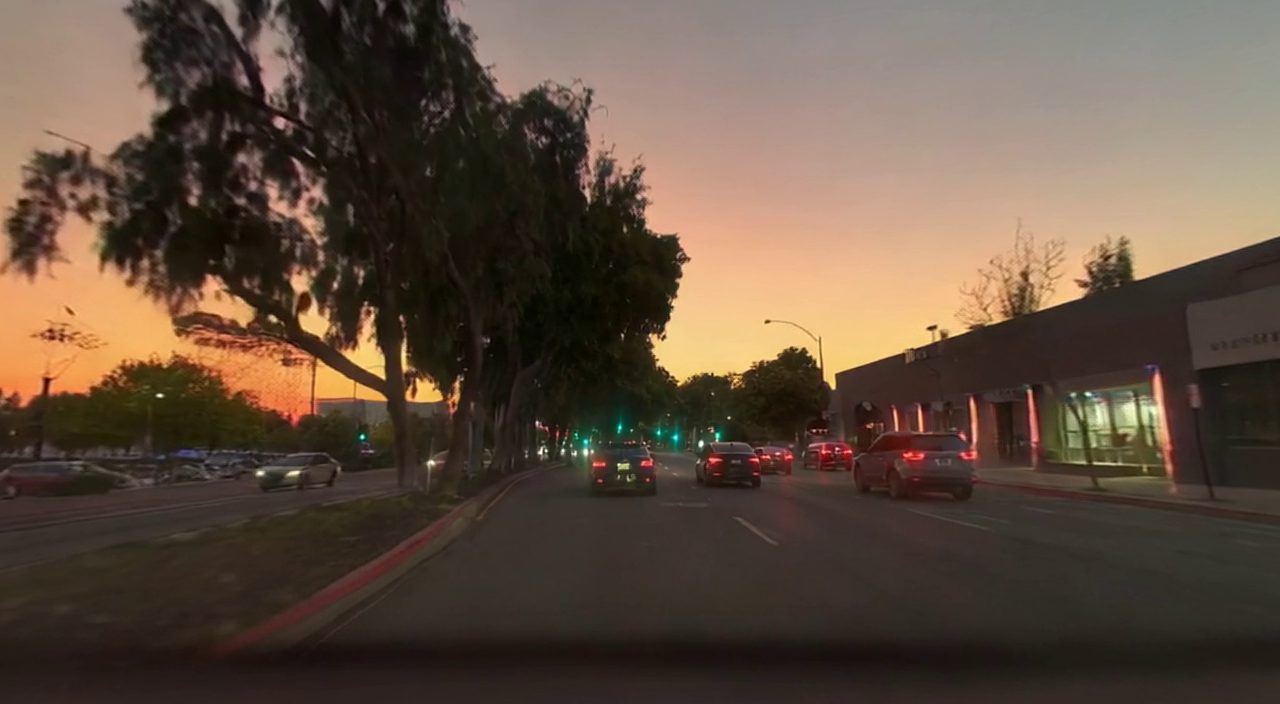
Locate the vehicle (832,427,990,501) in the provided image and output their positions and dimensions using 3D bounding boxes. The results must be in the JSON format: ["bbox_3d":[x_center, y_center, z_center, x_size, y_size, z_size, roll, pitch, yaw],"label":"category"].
[{"bbox_3d":[7.044,2.960,17.124,2.052,1.708,4.842,0,-8,-1],"label":"vehicle"}]

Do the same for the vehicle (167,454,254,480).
[{"bbox_3d":[-28.537,7.607,42.034,4.398,1.630,1.878,0,-8,1],"label":"vehicle"}]

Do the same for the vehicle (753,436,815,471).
[{"bbox_3d":[7.283,5.177,32.427,2.025,1.666,4.448,0,-8,-1],"label":"vehicle"}]

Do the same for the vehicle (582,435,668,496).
[{"bbox_3d":[-0.503,3.102,17.665,2.101,1.444,4.248,0,-8,-4],"label":"vehicle"}]

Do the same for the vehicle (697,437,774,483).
[{"bbox_3d":[3.323,3.874,22.913,1.993,1.477,4.240,0,-8,-2],"label":"vehicle"}]

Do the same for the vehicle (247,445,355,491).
[{"bbox_3d":[-12.563,4.274,23.704,1.934,1.491,3.684,-1,-8,1],"label":"vehicle"}]

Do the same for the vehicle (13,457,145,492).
[{"bbox_3d":[-27.763,6.055,31.375,4.640,1.640,2.026,-1,-8,1],"label":"vehicle"}]

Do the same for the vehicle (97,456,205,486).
[{"bbox_3d":[-28.371,6.904,36.767,4.576,1.606,2.063,0,-8,1],"label":"vehicle"}]
